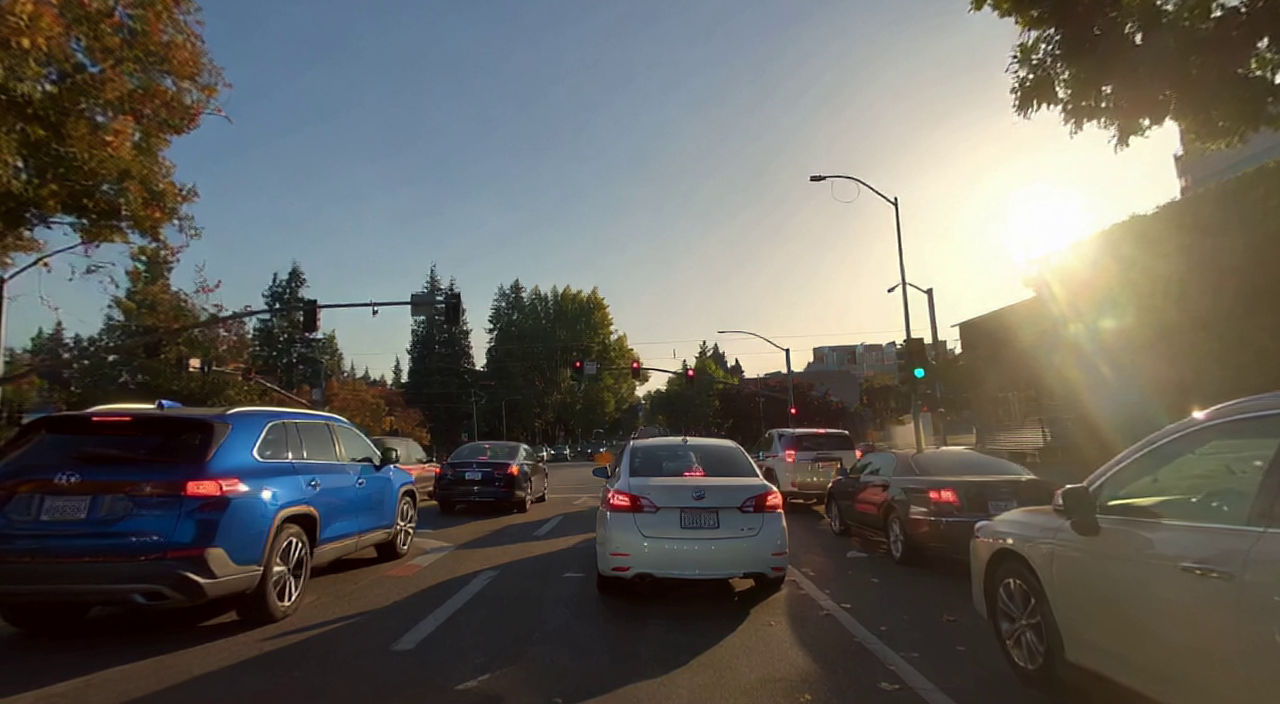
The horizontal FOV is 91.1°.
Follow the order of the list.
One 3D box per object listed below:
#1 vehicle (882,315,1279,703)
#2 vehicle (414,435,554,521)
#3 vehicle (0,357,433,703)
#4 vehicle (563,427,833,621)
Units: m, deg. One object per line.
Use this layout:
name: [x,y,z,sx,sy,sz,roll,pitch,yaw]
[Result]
vehicle: [3.015,0.915,3.048,1.880,1.747,4.500,0,-8,0]
vehicle: [-3.075,2.562,13.326,1.868,1.516,4.114,0,-8,1]
vehicle: [-3.469,1.217,5.285,1.889,1.767,4.289,0,-8,1]
vehicle: [0.440,1.603,6.809,2.051,1.460,3.932,0,-8,0]
